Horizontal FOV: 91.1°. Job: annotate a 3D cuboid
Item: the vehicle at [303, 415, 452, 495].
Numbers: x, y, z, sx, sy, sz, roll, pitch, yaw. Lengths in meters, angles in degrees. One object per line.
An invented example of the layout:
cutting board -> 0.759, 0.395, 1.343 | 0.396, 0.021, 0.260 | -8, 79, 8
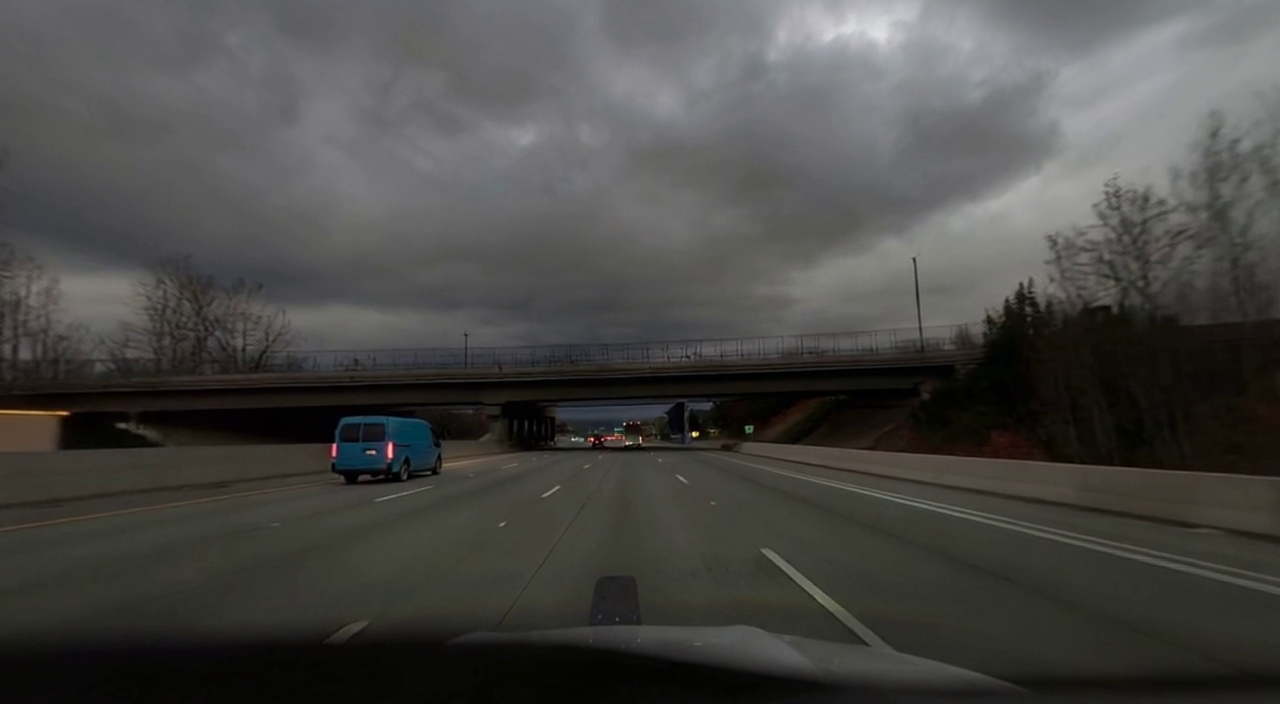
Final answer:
vehicle -> -7.420, 2.960, 18.564 | 2.150, 1.996, 5.341 | 0, -8, -1

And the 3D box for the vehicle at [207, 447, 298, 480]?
vehicle -> -20.125, 5.762, 32.910 | 1.866, 1.511, 4.574 | 0, -8, -1
